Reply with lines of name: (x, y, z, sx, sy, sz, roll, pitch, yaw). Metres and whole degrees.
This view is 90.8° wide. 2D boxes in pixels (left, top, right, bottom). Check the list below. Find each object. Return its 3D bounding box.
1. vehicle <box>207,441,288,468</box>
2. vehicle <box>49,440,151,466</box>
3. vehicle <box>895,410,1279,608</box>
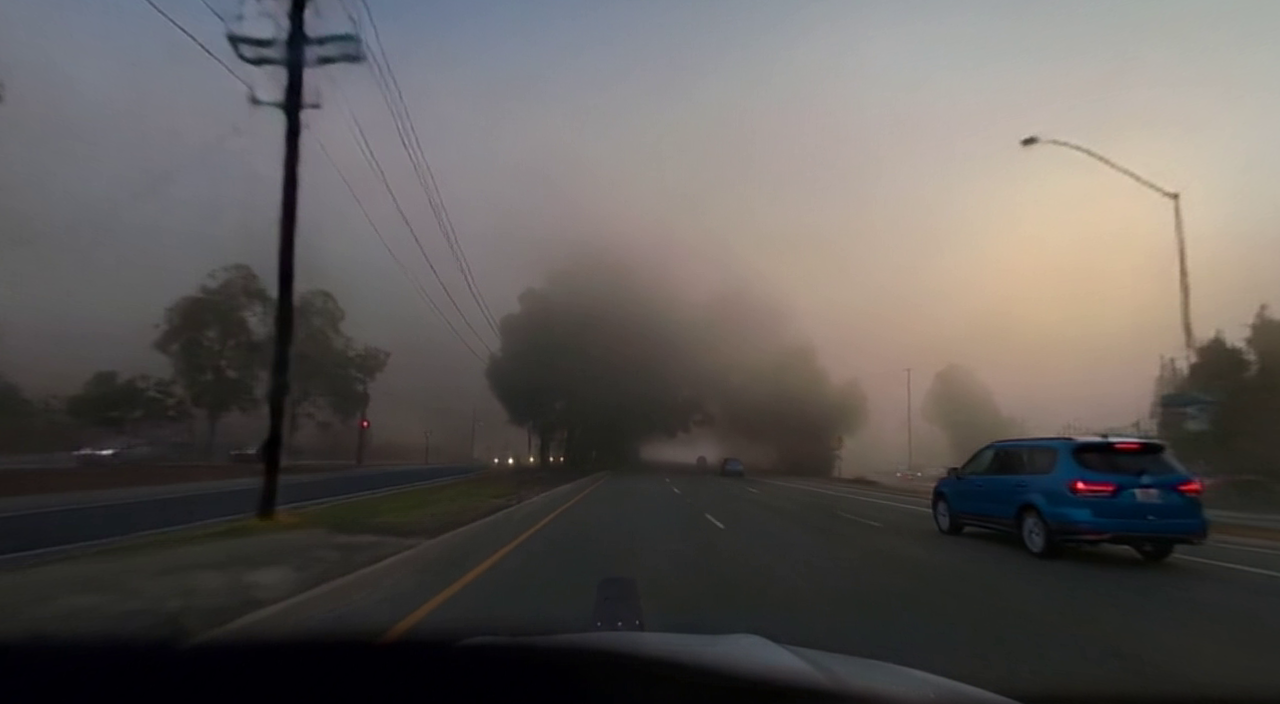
vehicle: (-26.063, 6.842, 42.168, 1.921, 1.552, 4.770, -5, -9, 9)
vehicle: (-33.628, 6.310, 39.539, 1.841, 1.534, 4.664, -2, -9, 9)
vehicle: (6.032, 2.002, 9.233, 2.331, 1.872, 5.378, -4, -9, 1)
